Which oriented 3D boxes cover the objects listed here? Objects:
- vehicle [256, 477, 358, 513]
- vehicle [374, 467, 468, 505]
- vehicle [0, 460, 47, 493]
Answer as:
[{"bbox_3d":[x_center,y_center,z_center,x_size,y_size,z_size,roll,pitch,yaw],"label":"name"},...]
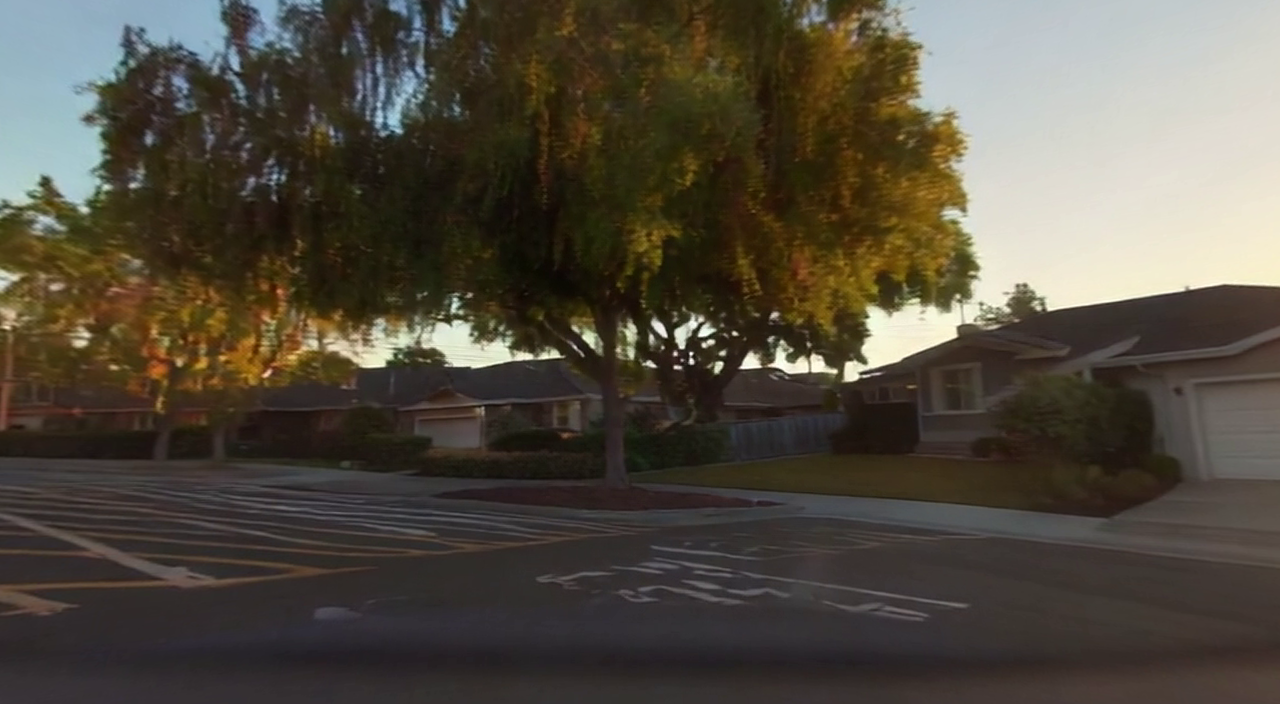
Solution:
[{"bbox_3d":[-16.529,7.059,31.388,4.315,1.435,1.804,5,-9,-30],"label":"vehicle"},{"bbox_3d":[-11.879,7.363,34.506,2.019,1.697,4.310,-2,-13,34],"label":"vehicle"},{"bbox_3d":[-37.799,7.433,37.870,4.363,1.763,2.190,-6,-10,36],"label":"vehicle"}]
